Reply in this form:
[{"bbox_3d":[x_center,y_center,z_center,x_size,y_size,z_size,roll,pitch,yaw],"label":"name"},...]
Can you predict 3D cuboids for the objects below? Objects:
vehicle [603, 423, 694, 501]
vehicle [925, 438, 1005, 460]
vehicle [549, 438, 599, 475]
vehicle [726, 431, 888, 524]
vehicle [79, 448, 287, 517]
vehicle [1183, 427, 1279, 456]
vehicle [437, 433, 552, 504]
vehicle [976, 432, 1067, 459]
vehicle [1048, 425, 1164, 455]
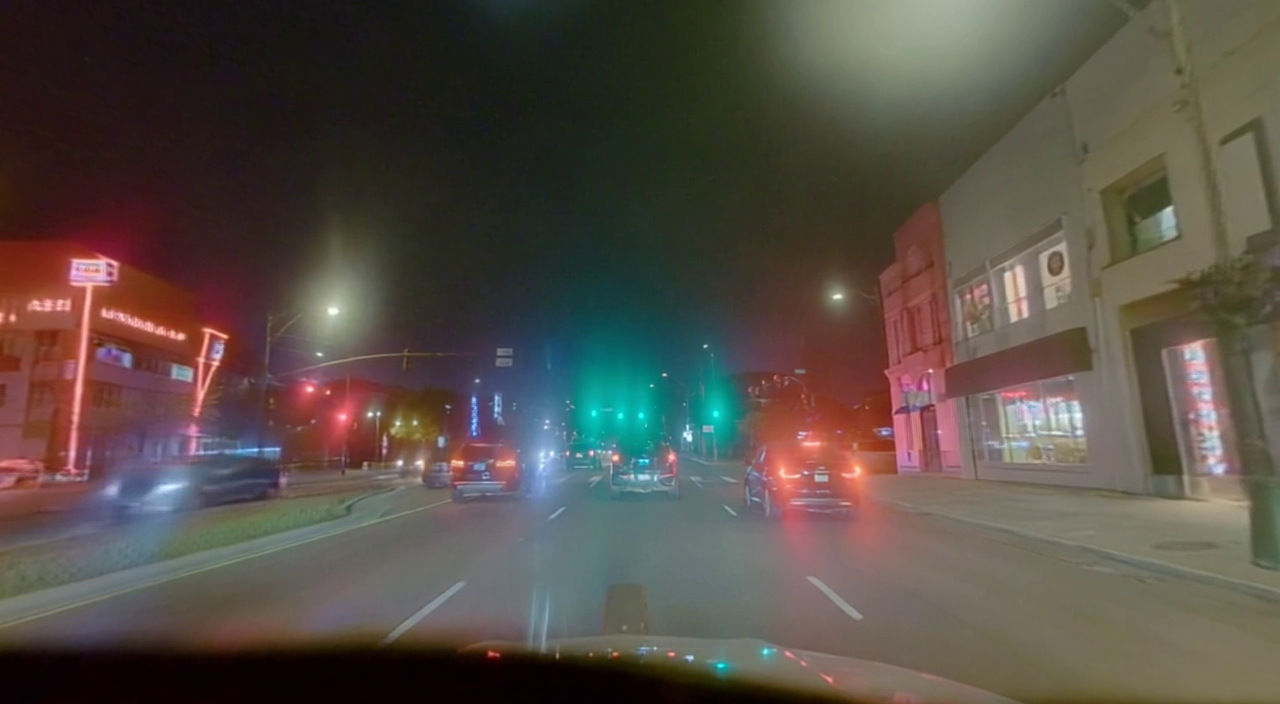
[{"bbox_3d":[0.239,2.811,16.433,2.075,1.770,4.018,0,-8,1],"label":"vehicle"},{"bbox_3d":[21.517,6.434,41.851,4.315,1.461,1.803,-1,-9,6],"label":"vehicle"},{"bbox_3d":[-3.086,5.006,30.286,1.894,1.642,3.861,0,-8,2],"label":"vehicle"},{"bbox_3d":[2.997,2.356,12.426,2.030,1.492,4.383,0,-8,1],"label":"vehicle"},{"bbox_3d":[-11.391,3.230,16.218,1.900,1.494,4.489,0,-8,1],"label":"vehicle"},{"bbox_3d":[37.139,5.571,39.251,4.409,1.696,2.180,-2,-9,12],"label":"vehicle"},{"bbox_3d":[-3.625,2.974,16.514,1.886,1.599,4.247,0,-8,2],"label":"vehicle"},{"bbox_3d":[23.216,5.714,38.505,4.236,1.617,1.832,-1,-9,10],"label":"vehicle"},{"bbox_3d":[29.814,5.707,40.531,5.516,1.780,2.064,-2,-9,9],"label":"vehicle"}]
